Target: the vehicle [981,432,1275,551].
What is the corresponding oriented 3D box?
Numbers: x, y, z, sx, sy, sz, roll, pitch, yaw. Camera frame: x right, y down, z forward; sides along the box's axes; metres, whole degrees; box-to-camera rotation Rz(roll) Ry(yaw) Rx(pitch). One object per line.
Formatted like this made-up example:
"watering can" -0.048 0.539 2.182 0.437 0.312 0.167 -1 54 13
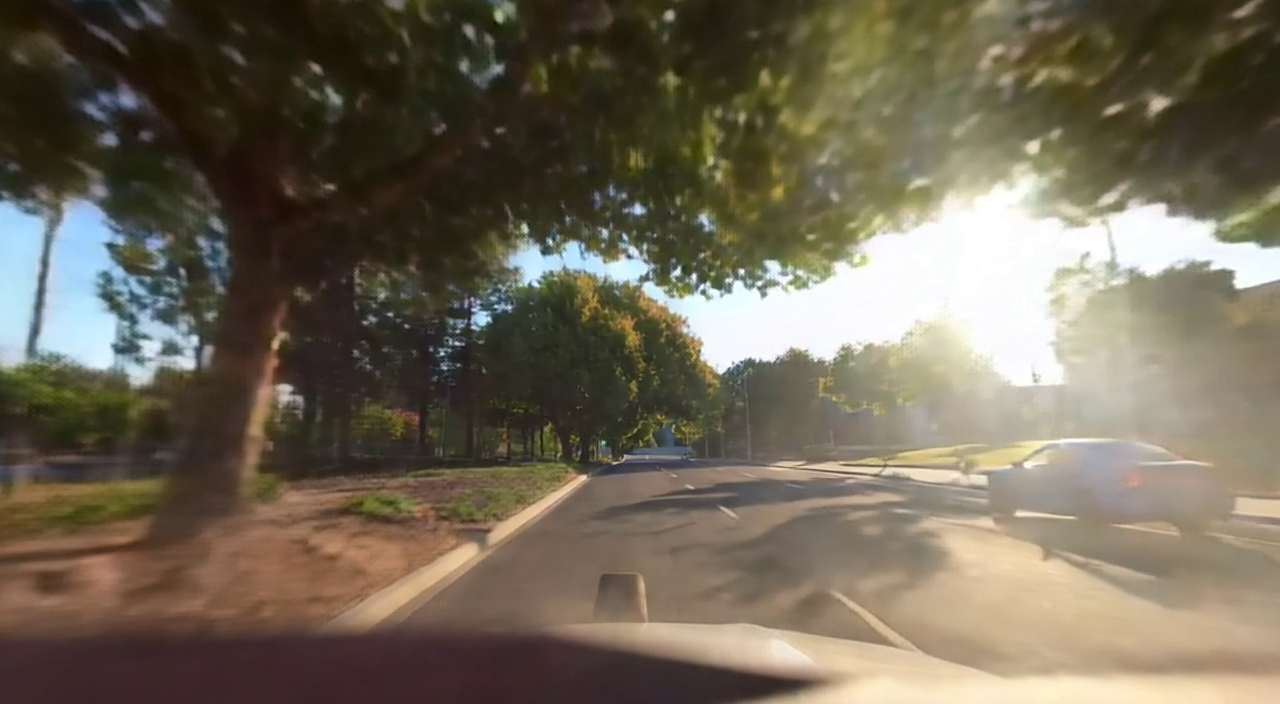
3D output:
"vehicle" 7.257 2.058 9.928 1.797 1.518 3.433 0 -8 -1
